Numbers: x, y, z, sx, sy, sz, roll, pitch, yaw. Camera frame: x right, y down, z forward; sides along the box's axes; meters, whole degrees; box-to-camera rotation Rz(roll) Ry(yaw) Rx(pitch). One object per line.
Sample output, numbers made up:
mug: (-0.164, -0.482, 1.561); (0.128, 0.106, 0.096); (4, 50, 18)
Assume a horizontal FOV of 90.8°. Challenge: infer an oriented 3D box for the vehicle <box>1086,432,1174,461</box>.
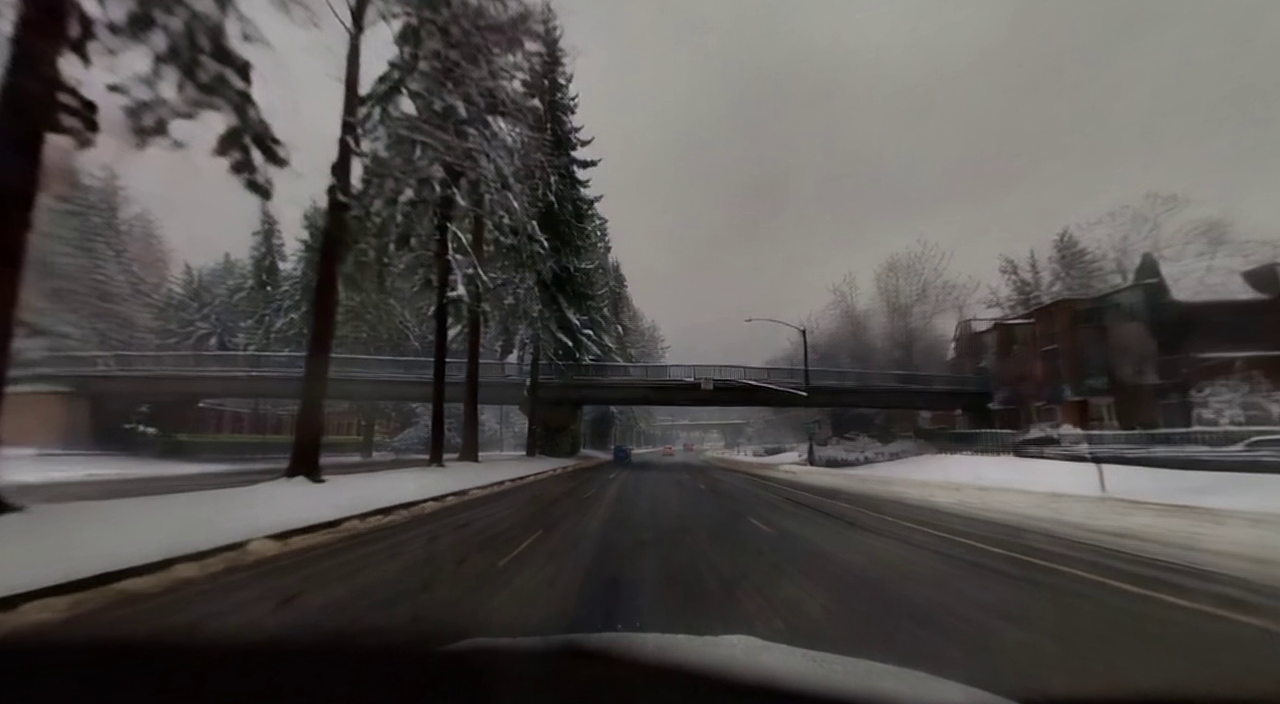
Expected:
vehicle: (30.072, 5.819, 38.840); (3.796, 1.461, 1.695); (-4, -9, 6)
